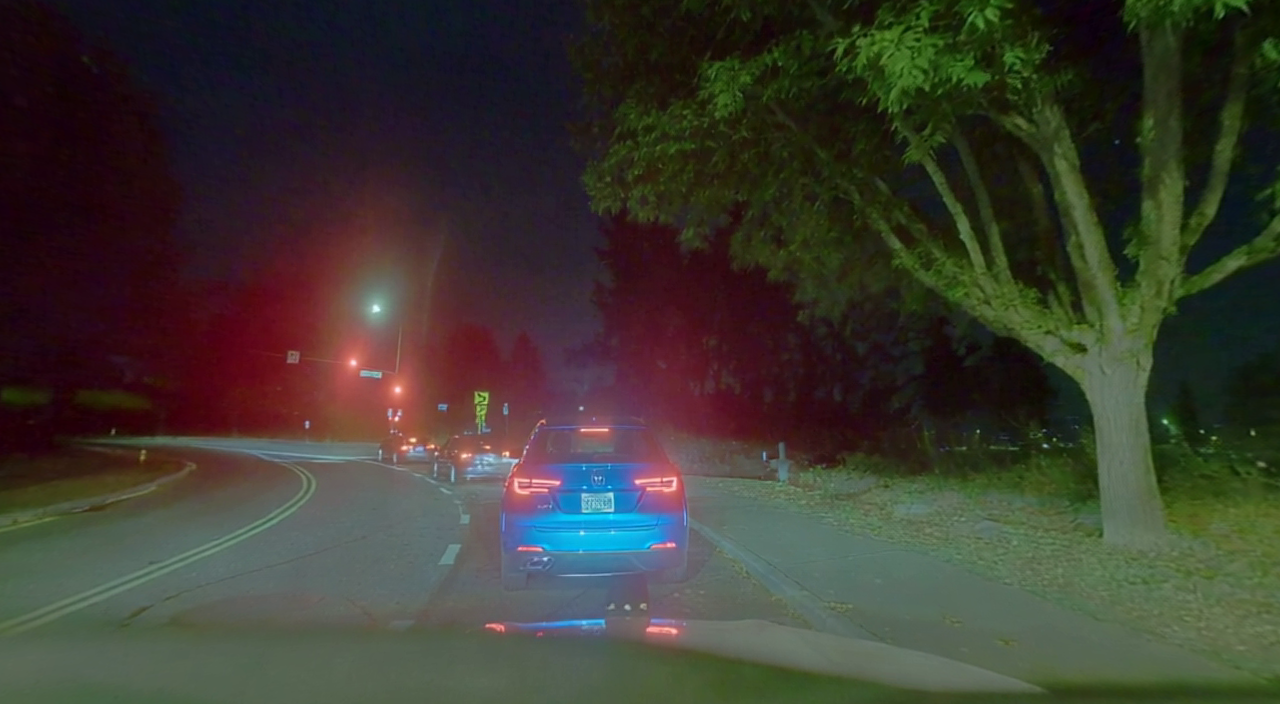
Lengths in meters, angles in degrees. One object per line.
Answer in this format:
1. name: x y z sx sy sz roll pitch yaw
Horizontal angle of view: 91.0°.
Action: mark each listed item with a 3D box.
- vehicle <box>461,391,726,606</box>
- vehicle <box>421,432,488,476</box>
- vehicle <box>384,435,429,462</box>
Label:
1. vehicle: -0.677 1.462 7.204 2.134 1.671 4.147 1 -8 -9
2. vehicle: -7.282 3.937 24.490 1.902 1.536 3.662 4 -9 -25
3. vehicle: -13.754 5.638 36.908 1.863 1.488 4.426 4 -9 -27
